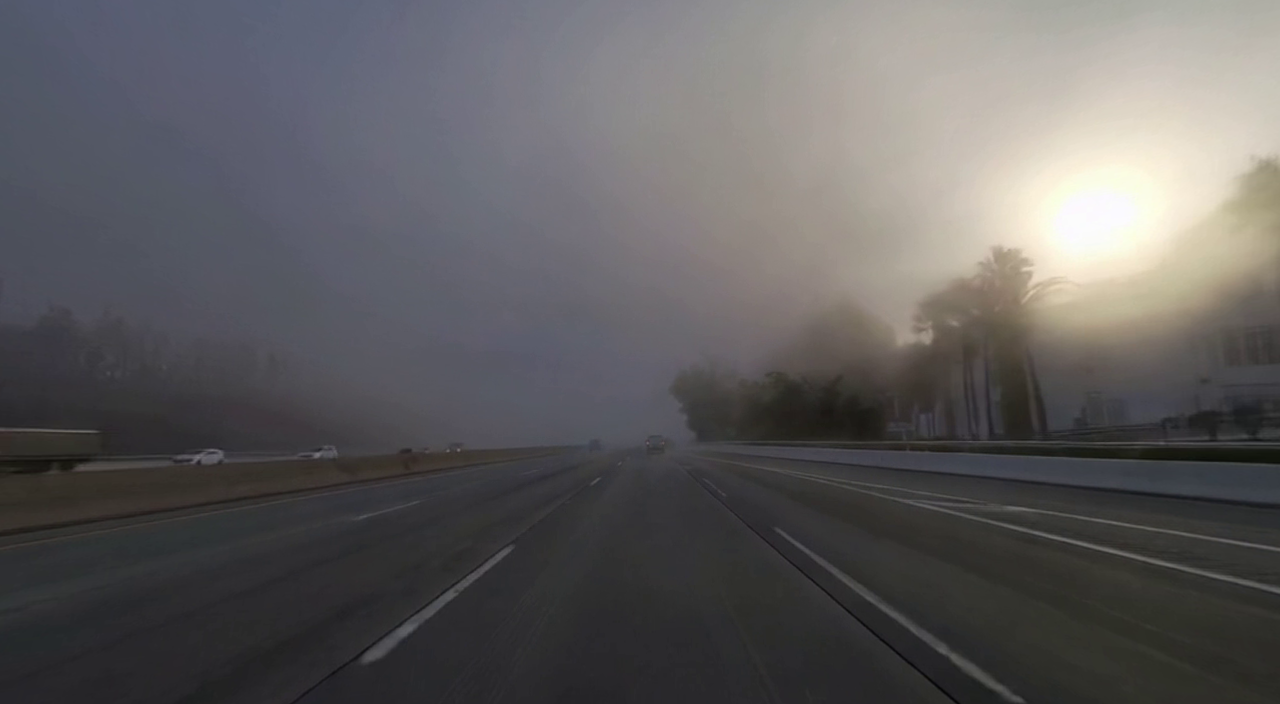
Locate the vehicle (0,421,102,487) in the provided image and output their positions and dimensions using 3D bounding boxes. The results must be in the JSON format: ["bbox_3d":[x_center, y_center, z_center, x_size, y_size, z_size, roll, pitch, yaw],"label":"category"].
[{"bbox_3d":[-34.512,5.467,33.555,2.715,3.362,9.663,-1,-8,1],"label":"vehicle"}]
